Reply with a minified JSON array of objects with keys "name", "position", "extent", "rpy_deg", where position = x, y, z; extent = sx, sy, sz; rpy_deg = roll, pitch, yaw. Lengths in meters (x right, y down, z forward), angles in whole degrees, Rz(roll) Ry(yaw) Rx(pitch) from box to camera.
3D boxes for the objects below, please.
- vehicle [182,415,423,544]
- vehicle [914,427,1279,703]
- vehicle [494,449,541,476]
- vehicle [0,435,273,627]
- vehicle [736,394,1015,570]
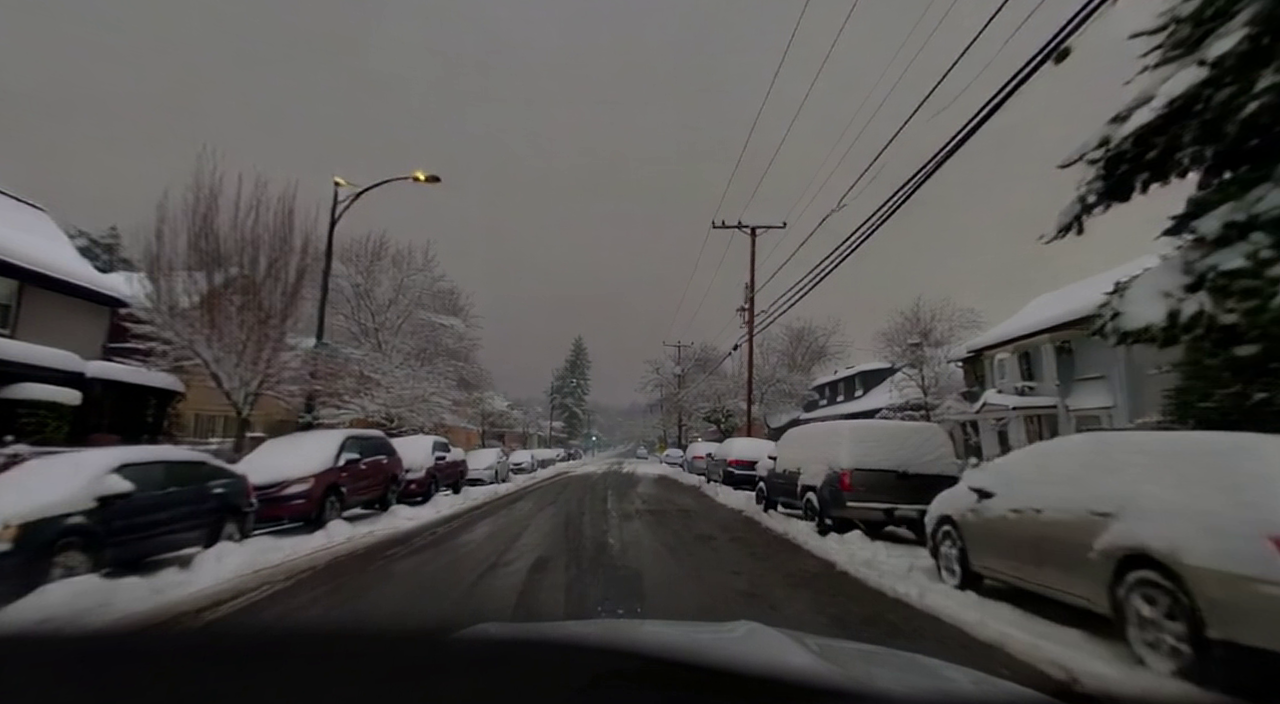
[{"name":"vehicle","position":[-5.969,2.290,12.043],"extent":[2.034,1.923,4.713],"rpy_deg":[0,-8,-1]},{"name":"vehicle","position":[3.890,1.312,4.300],"extent":[1.990,1.521,4.153],"rpy_deg":[0,-8,-3]},{"name":"vehicle","position":[-6.772,6.129,35.296],"extent":[1.958,1.359,4.357],"rpy_deg":[0,-8,-3]},{"name":"vehicle","position":[-5.928,1.699,6.886],"extent":[1.745,1.502,3.648],"rpy_deg":[0,-8,-2]},{"name":"vehicle","position":[3.244,1.942,10.304],"extent":[2.237,2.071,5.332],"rpy_deg":[0,-8,-3]}]
